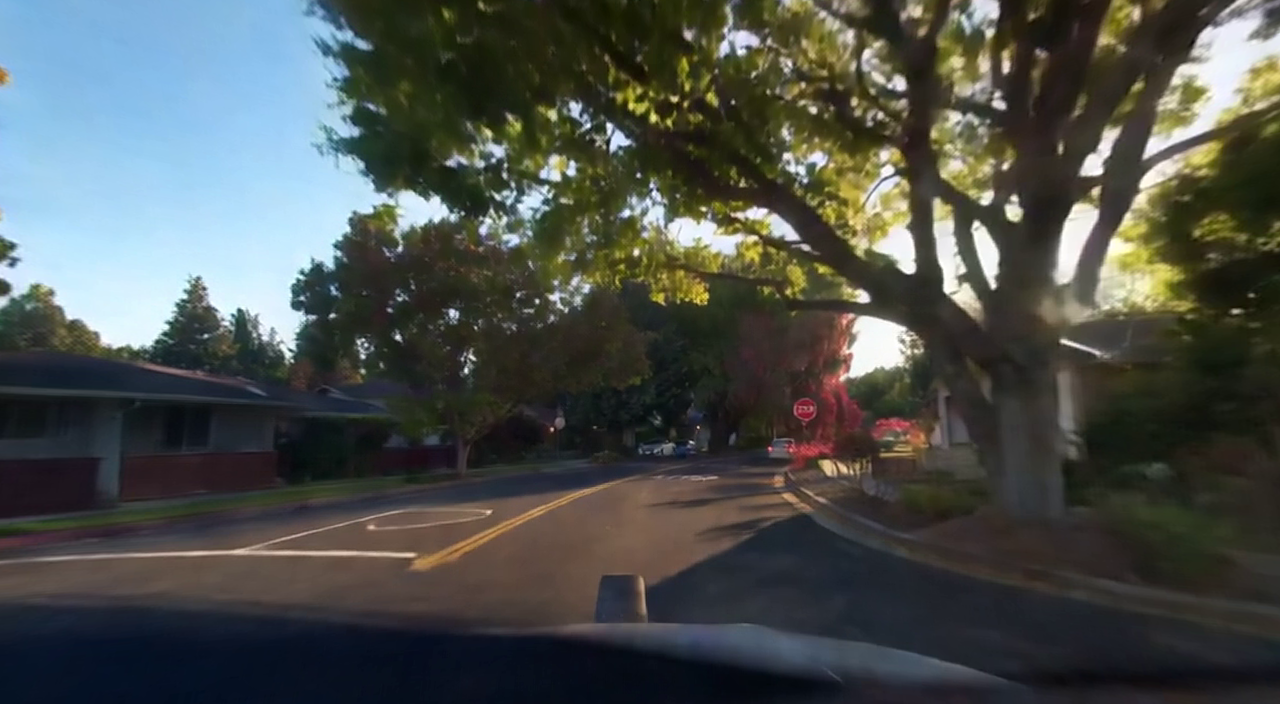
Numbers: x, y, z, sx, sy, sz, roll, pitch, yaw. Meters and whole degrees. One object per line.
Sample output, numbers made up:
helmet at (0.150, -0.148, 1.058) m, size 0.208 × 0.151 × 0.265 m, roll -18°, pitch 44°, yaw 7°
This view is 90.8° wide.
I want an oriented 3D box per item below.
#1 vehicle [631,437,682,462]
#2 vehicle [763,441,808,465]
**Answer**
vehicle at (1.299, 7.274, 47.266) m, size 2.030 × 1.696 × 4.828 m, roll -4°, pitch -9°, yaw 24°
vehicle at (9.703, 6.665, 41.819) m, size 2.045 × 1.478 × 4.914 m, roll -4°, pitch -9°, yaw 22°
